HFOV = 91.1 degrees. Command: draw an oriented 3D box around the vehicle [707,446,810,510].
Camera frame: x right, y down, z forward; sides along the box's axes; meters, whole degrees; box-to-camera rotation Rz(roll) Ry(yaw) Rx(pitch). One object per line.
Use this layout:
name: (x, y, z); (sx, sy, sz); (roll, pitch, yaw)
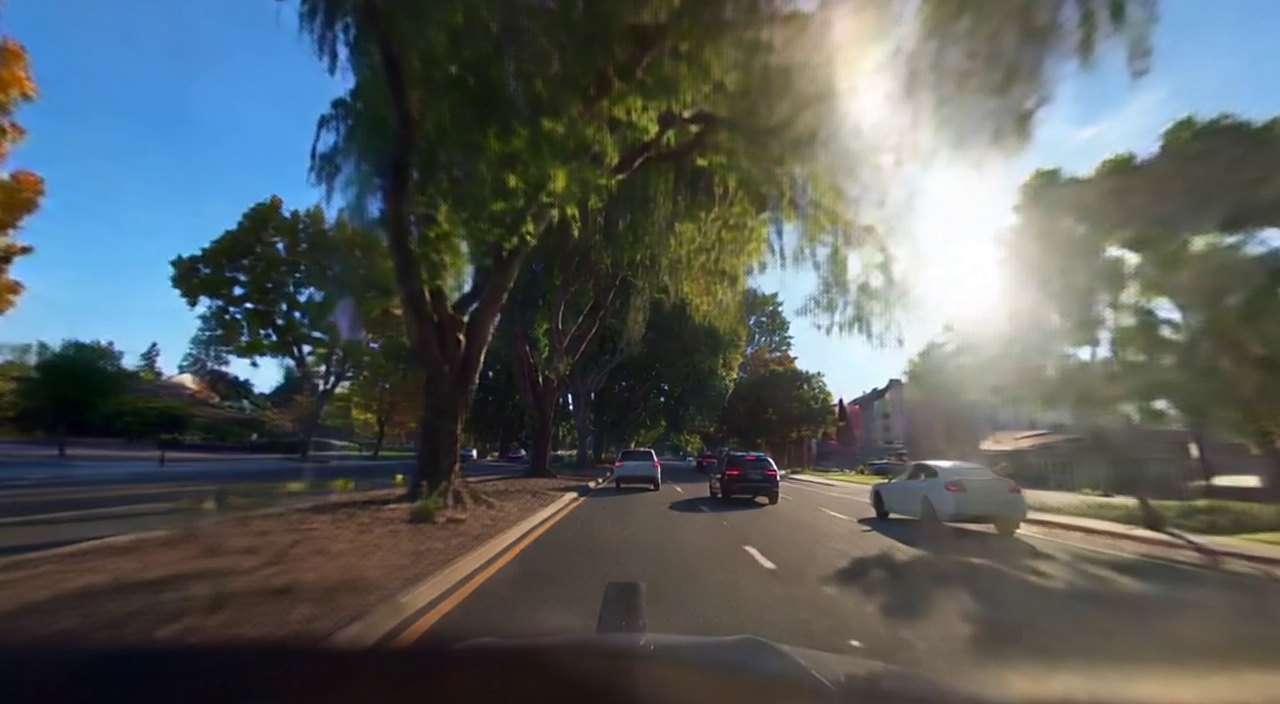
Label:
vehicle: (3.070, 3.347, 17.175); (1.932, 1.510, 4.168); (0, -8, -1)

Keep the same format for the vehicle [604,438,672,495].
vehicle: (-0.062, 3.733, 20.832); (2.008, 1.674, 4.239); (0, -8, 0)

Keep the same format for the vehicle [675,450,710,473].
vehicle: (3.568, 7.517, 43.252); (2.012, 1.462, 4.163); (0, -8, -1)

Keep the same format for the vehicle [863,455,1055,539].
vehicle: (6.711, 3.055, 13.849); (1.944, 1.458, 4.268); (0, -8, -1)
